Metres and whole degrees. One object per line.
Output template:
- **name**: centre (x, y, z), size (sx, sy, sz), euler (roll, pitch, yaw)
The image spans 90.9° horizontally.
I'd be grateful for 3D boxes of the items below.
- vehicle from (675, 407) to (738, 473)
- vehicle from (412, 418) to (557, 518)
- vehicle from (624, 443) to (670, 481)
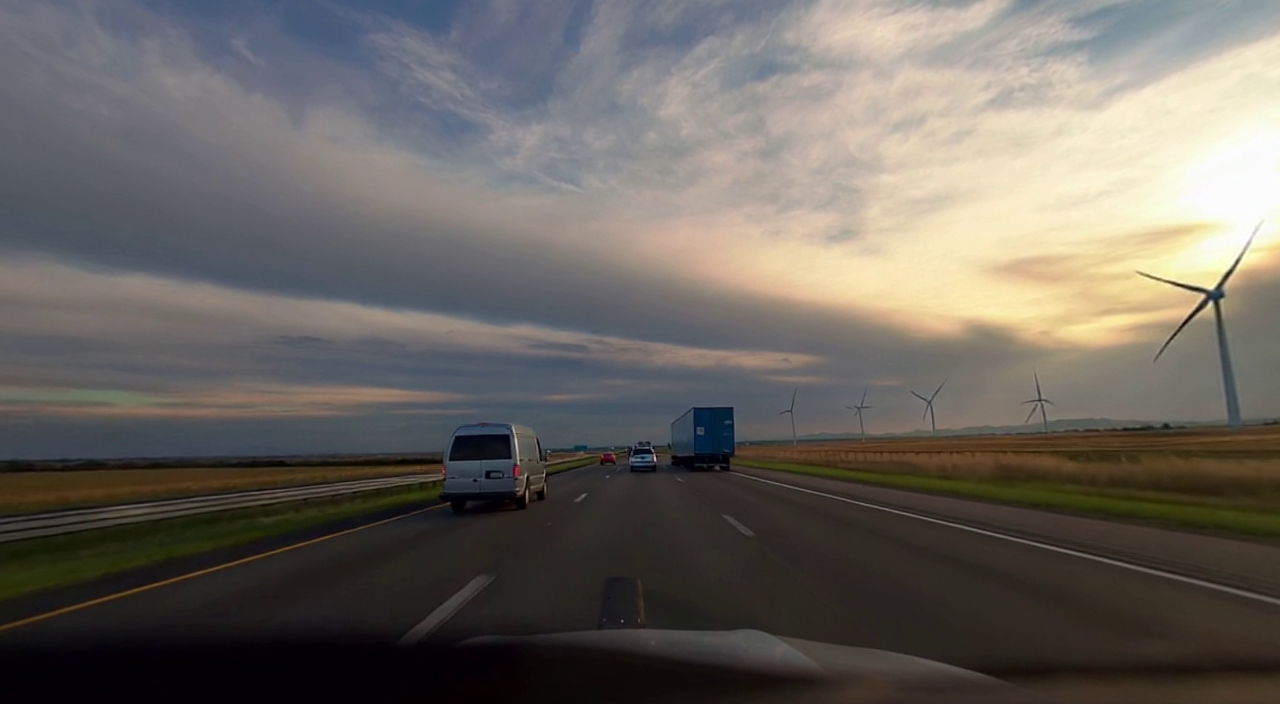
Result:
- **vehicle**: centre (4.474, 6.494, 45.813), size (2.907, 4.047, 14.418), euler (0, -9, 0)
- **vehicle**: centre (-3.428, 2.692, 15.010), size (2.238, 1.984, 4.650), euler (0, -9, 0)
- **vehicle**: centre (0.302, 5.332, 30.770), size (2.083, 1.689, 4.083), euler (0, -9, 0)
